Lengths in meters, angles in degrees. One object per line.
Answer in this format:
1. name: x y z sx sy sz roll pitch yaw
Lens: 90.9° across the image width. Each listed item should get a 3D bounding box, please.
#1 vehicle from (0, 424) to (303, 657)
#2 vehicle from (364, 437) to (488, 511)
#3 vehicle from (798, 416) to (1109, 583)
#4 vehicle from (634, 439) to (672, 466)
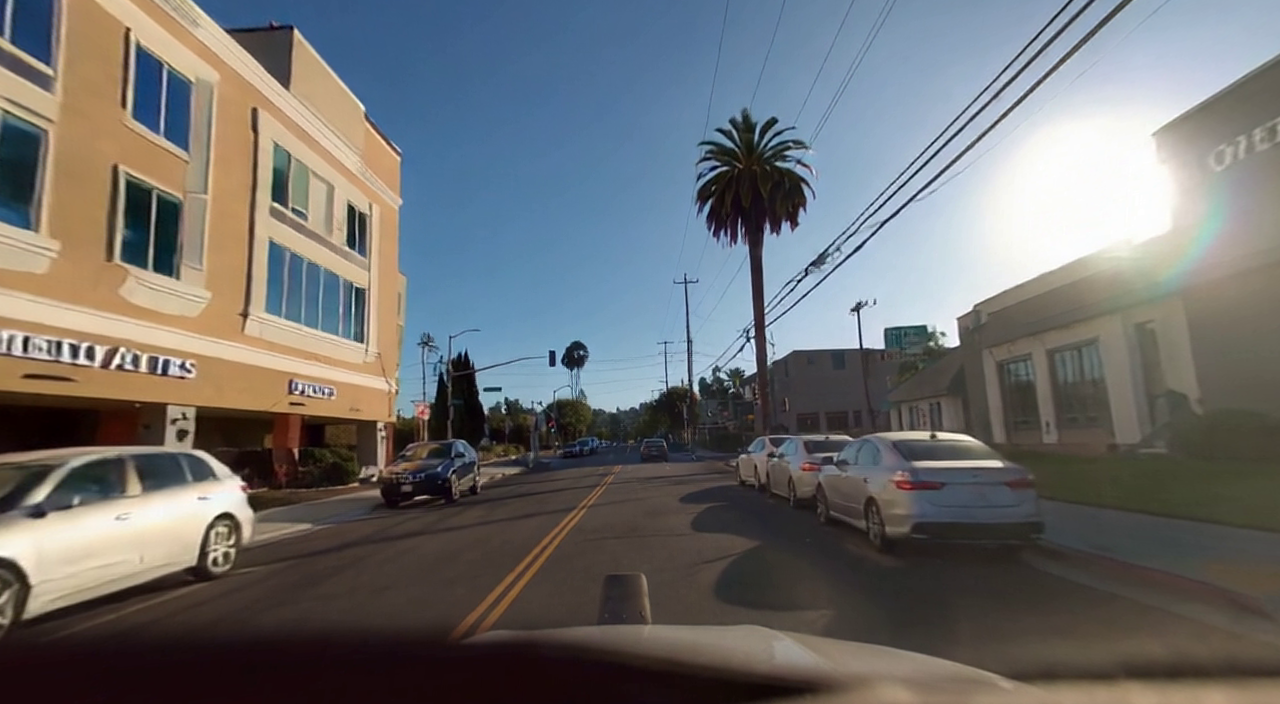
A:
1. vehicle: -6.209 1.803 6.913 2.007 1.876 5.361 0 -8 1
2. vehicle: -6.074 3.495 18.632 2.126 1.864 4.831 0 -8 -2
3. vehicle: 3.690 1.807 8.687 1.948 1.607 4.873 -1 -8 3
4. vehicle: 0.733 6.021 37.901 2.125 1.524 4.404 0 -8 0
